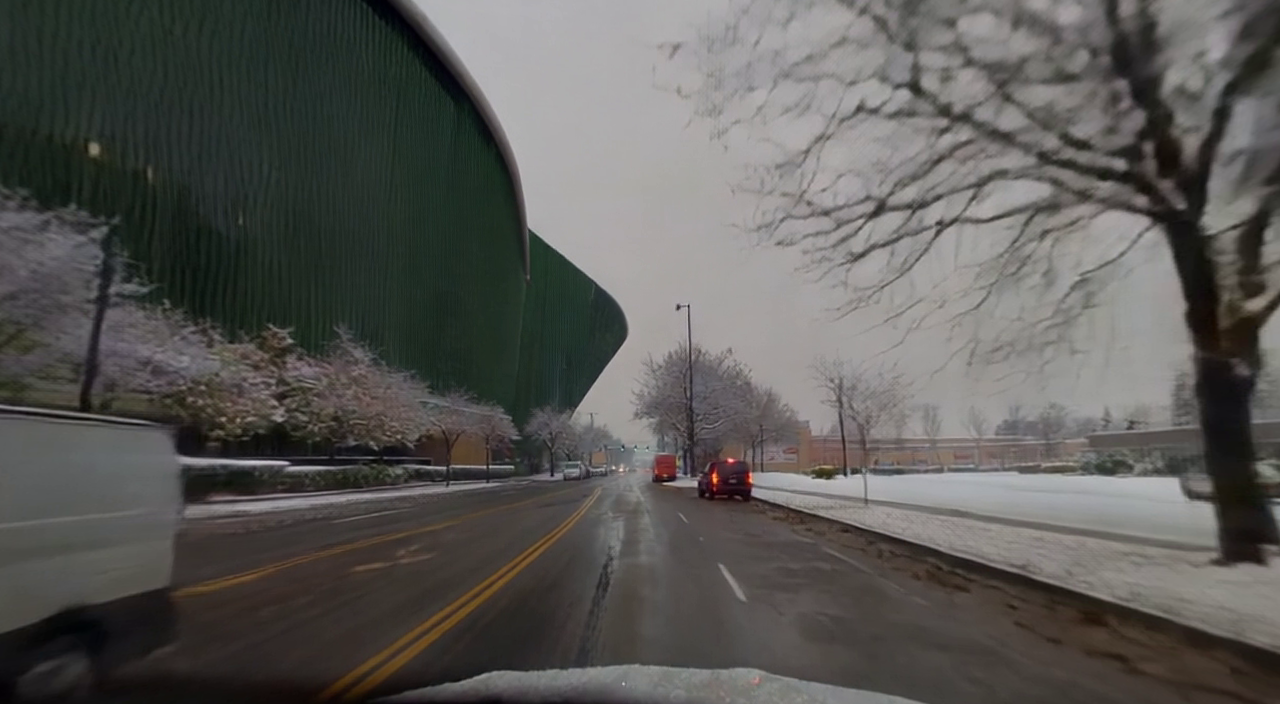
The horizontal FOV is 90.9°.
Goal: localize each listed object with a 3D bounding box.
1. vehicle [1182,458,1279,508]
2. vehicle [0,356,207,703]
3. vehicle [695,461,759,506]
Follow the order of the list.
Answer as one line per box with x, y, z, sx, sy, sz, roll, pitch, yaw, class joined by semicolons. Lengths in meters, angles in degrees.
17.805;3.734;18.142;2.767;1.307;1.673;-1;-10;2;vehicle
-3.554;0.678;1.523;1.956;1.680;4.126;1;-10;1;vehicle
3.152;4.845;23.493;1.899;1.470;3.666;1;-10;0;vehicle
